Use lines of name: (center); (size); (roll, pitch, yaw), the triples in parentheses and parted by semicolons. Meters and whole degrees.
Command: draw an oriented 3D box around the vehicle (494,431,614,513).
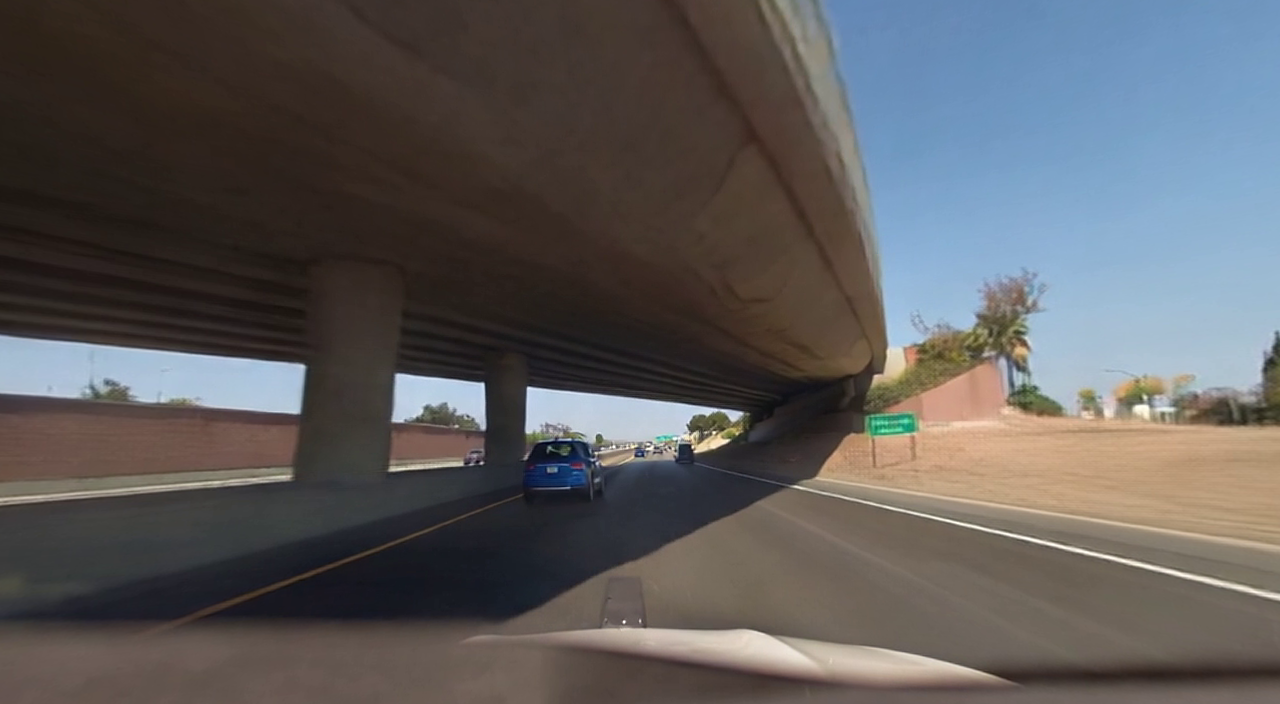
vehicle: (-1.901, 2.851, 15.484); (2.143, 1.693, 4.513); (-1, -9, 2)

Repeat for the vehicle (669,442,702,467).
vehicle: (3.186, 7.263, 44.805); (2.073, 1.621, 3.993); (-1, -9, 1)
